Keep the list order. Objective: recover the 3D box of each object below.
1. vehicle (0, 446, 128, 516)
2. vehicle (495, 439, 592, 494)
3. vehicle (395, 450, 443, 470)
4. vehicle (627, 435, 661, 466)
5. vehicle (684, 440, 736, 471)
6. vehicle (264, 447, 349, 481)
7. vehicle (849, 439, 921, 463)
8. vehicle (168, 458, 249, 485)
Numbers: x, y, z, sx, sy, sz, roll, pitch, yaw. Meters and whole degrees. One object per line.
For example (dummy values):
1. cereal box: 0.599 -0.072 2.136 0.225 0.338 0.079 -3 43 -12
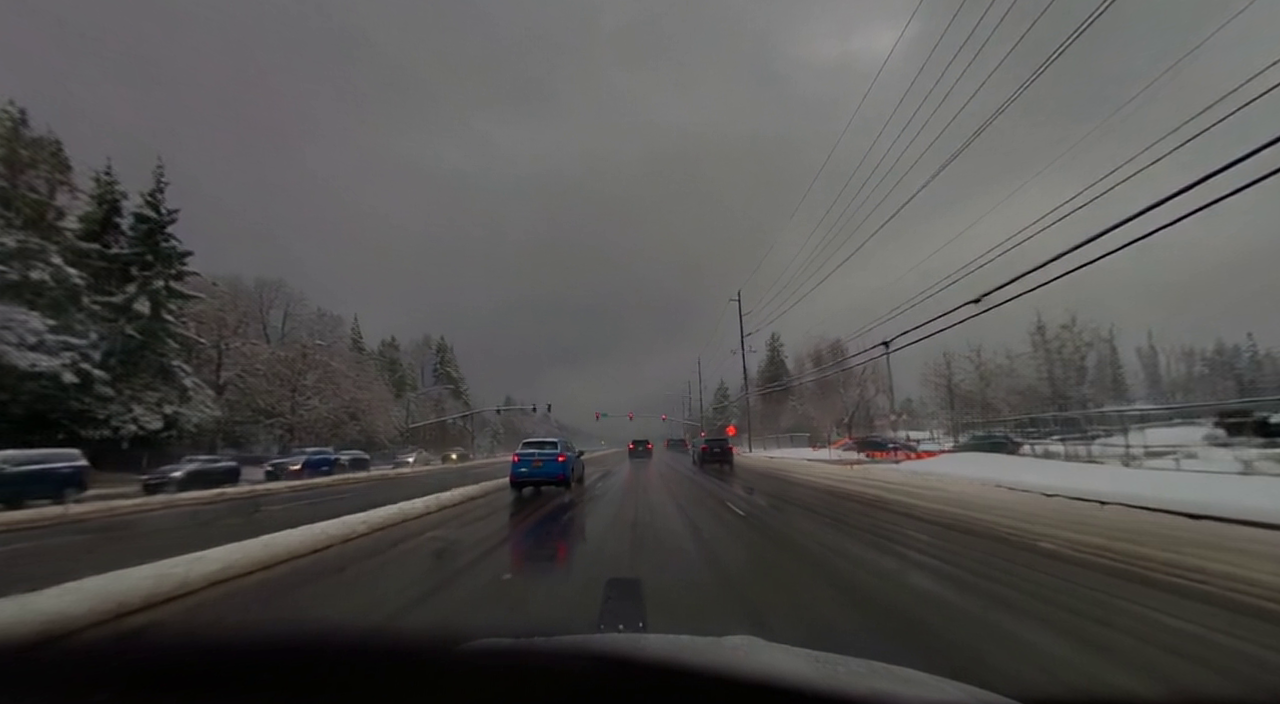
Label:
1. vehicle: -16.955 3.444 17.272 2.025 1.712 4.578 0 -8 0
2. vehicle: -2.801 3.461 19.483 2.087 1.480 4.825 0 -9 2
3. vehicle: -17.037 8.350 48.922 1.924 1.446 4.625 0 -8 2
4. vehicle: 0.317 6.300 40.506 2.060 1.845 4.151 0 -8 1
5. vehicle: 3.535 5.338 32.777 2.142 1.475 4.565 0 -8 0
6. vehicle: -17.540 5.889 33.434 2.036 1.649 4.493 0 -8 0
7. vehicle: 16.353 6.586 42.107 4.677 1.466 1.928 5 -10 -31
8. vehicle: -26.746 7.397 39.265 1.840 1.469 4.546 0 -8 -1
